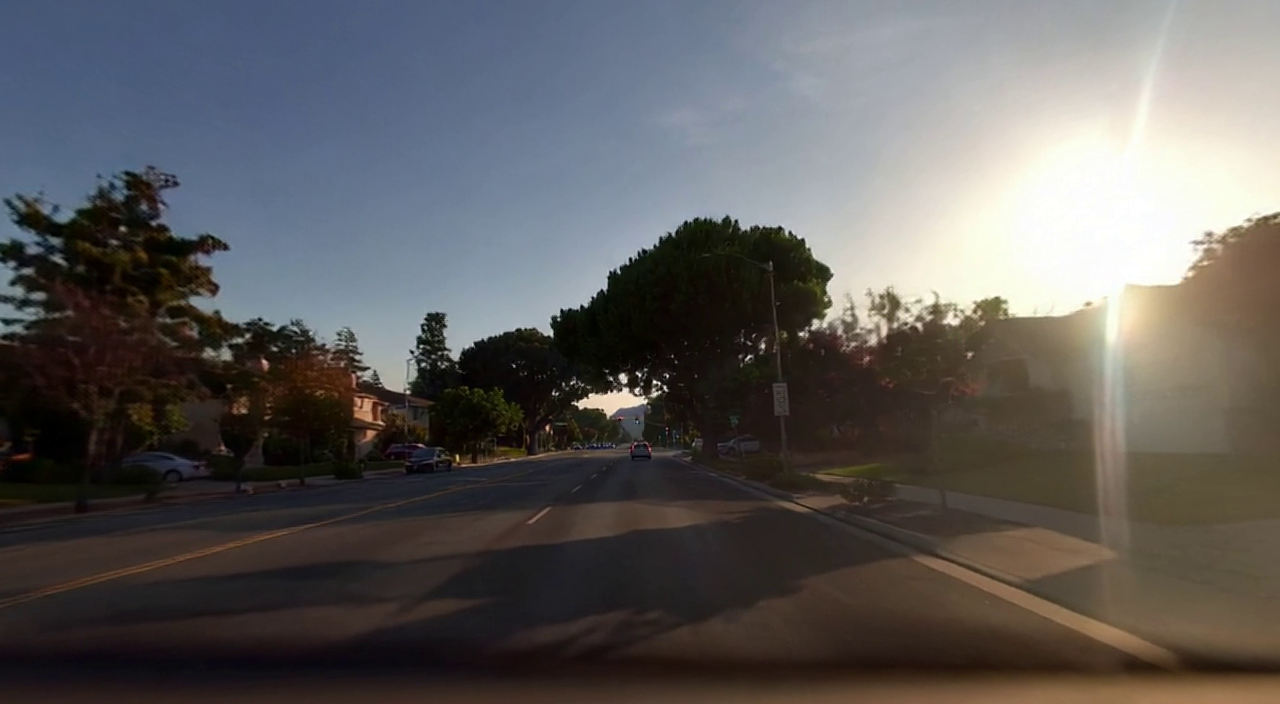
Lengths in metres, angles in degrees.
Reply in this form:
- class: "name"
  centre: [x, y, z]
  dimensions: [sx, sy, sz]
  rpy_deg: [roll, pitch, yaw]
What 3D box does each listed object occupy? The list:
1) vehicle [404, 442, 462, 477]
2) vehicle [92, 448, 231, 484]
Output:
- class: "vehicle"
  centre: [-14.226, 7.383, 43.704]
  dimensions: [2.337, 1.850, 5.448]
  rpy_deg: [-4, -6, -2]
- class: "vehicle"
  centre: [-22.861, 5.441, 30.297]
  dimensions: [4.791, 1.564, 2.125]
  rpy_deg: [0, -9, -5]
